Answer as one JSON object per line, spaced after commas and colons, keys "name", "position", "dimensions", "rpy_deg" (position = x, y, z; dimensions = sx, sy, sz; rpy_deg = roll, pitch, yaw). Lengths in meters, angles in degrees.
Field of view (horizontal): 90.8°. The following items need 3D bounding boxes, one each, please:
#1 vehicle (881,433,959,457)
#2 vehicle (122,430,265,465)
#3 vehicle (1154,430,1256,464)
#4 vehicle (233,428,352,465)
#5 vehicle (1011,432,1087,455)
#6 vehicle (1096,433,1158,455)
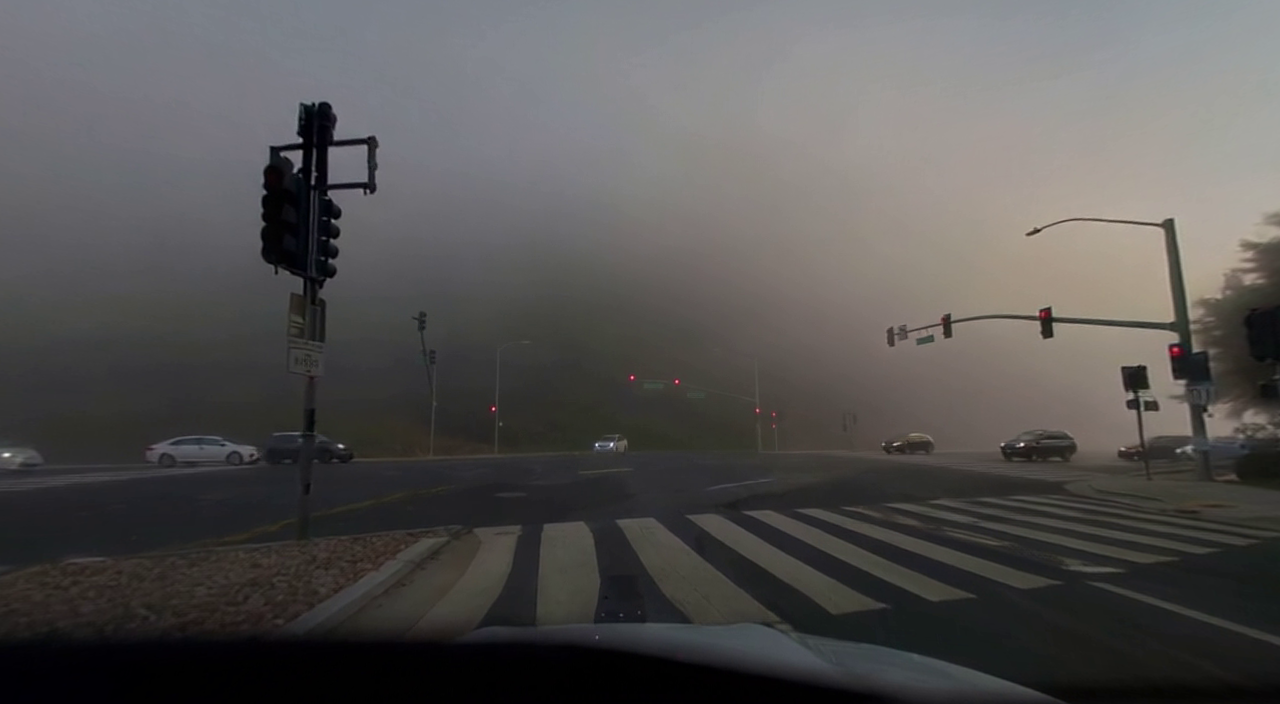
{"name": "vehicle", "position": [18.054, 6.007, 40.793], "dimensions": [4.516, 1.468, 1.962], "rpy_deg": [3, -9, -22]}
{"name": "vehicle", "position": [-20.269, 4.377, 28.930], "dimensions": [4.912, 1.485, 1.922], "rpy_deg": [3, -9, -19]}
{"name": "vehicle", "position": [27.655, 4.660, 30.914], "dimensions": [4.515, 1.543, 1.872], "rpy_deg": [4, -9, -24]}
{"name": "vehicle", "position": [-15.250, 4.197, 28.026], "dimensions": [4.331, 1.544, 1.896], "rpy_deg": [3, -9, -21]}
{"name": "vehicle", "position": [29.092, 6.534, 44.958], "dimensions": [4.481, 1.561, 2.001], "rpy_deg": [2, -9, -16]}
{"name": "vehicle", "position": [37.001, 7.013, 48.000], "dimensions": [4.533, 1.471, 1.772], "rpy_deg": [6, -8, -24]}
